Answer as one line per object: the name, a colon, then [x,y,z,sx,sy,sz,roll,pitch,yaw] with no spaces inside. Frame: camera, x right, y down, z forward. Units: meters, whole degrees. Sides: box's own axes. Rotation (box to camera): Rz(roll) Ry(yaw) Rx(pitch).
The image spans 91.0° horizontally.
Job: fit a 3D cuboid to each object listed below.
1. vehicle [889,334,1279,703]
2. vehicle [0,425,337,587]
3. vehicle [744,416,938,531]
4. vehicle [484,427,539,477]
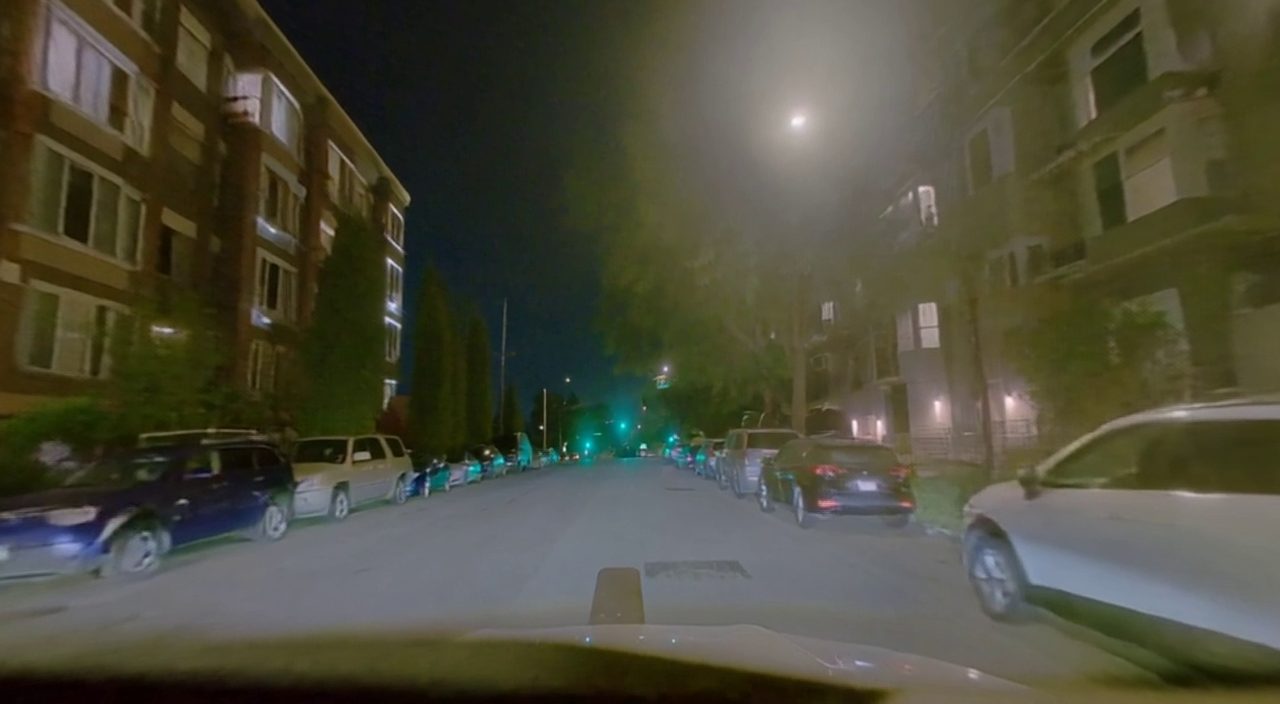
vehicle: [3.936,1.030,3.941,2.280,1.850,5.961,0,-8,0]
vehicle: [-7.337,2.276,10.051,2.384,1.781,5.492,-3,-10,-1]
vehicle: [3.784,2.407,13.152,2.214,1.885,5.268,0,-8,-1]
vehicle: [-7.812,6.170,38.829,2.294,2.707,6.199,-2,-9,-2]
